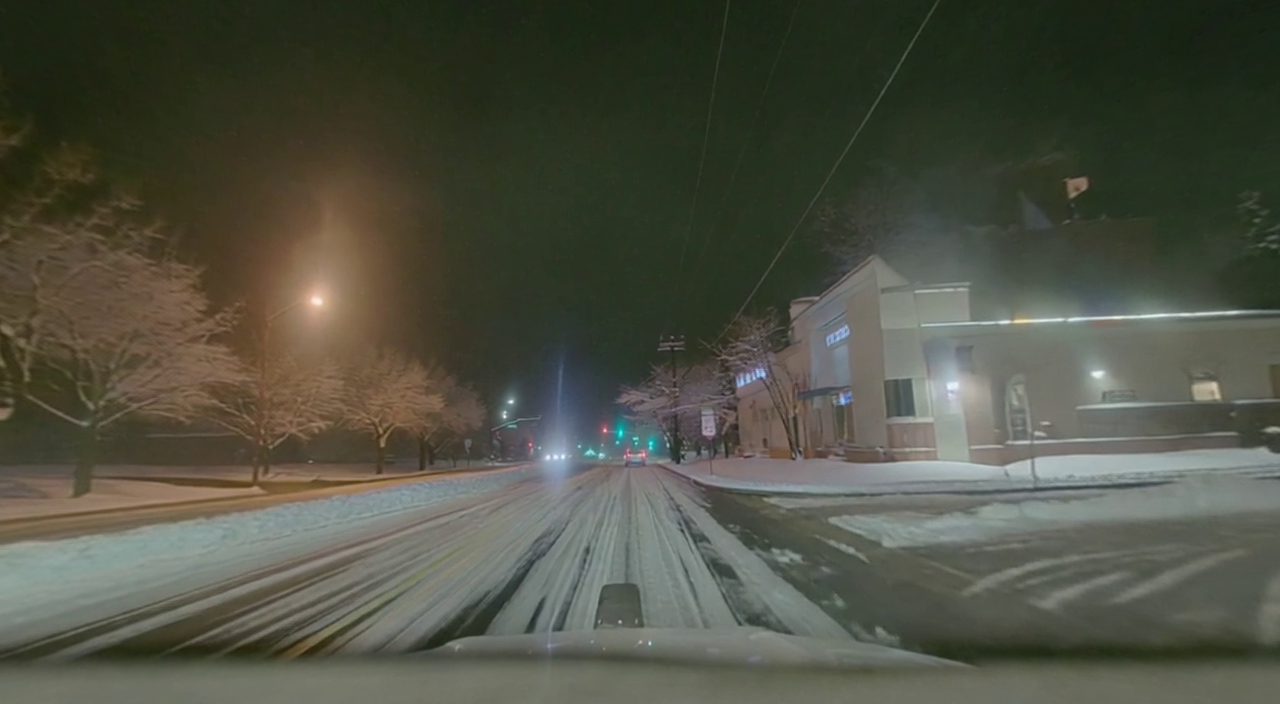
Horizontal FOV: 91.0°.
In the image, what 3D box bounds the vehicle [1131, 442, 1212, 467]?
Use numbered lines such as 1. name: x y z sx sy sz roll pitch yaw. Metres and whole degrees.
1. vehicle: 33.190 6.386 39.271 4.411 1.457 2.013 4 -10 -24
